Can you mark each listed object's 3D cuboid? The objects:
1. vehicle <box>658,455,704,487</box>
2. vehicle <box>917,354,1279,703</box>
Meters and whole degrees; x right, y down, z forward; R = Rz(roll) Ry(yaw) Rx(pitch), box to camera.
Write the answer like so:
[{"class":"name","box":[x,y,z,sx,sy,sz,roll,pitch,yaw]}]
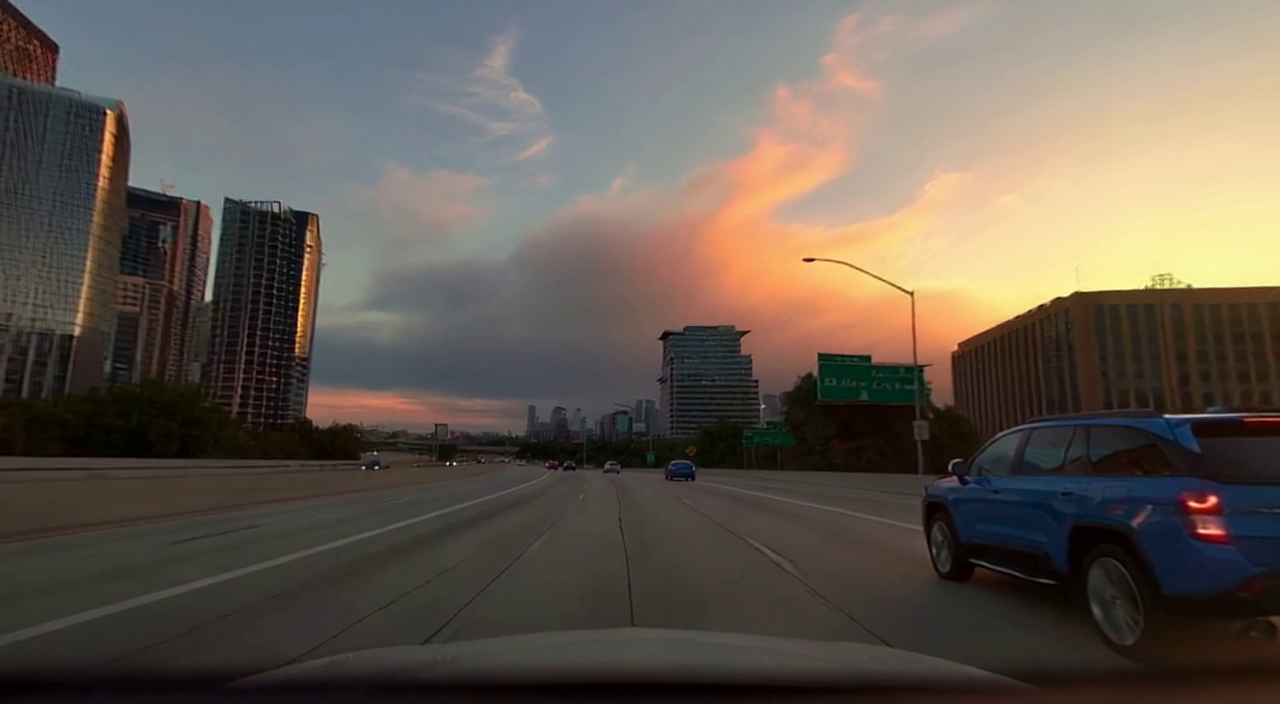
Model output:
[{"class":"vehicle","box":[2.455,7.353,39.305,2.110,1.780,4.682,1,-9,-5]},{"class":"vehicle","box":[4.149,1.166,4.594,2.182,1.826,4.392,0,-9,-1]}]
